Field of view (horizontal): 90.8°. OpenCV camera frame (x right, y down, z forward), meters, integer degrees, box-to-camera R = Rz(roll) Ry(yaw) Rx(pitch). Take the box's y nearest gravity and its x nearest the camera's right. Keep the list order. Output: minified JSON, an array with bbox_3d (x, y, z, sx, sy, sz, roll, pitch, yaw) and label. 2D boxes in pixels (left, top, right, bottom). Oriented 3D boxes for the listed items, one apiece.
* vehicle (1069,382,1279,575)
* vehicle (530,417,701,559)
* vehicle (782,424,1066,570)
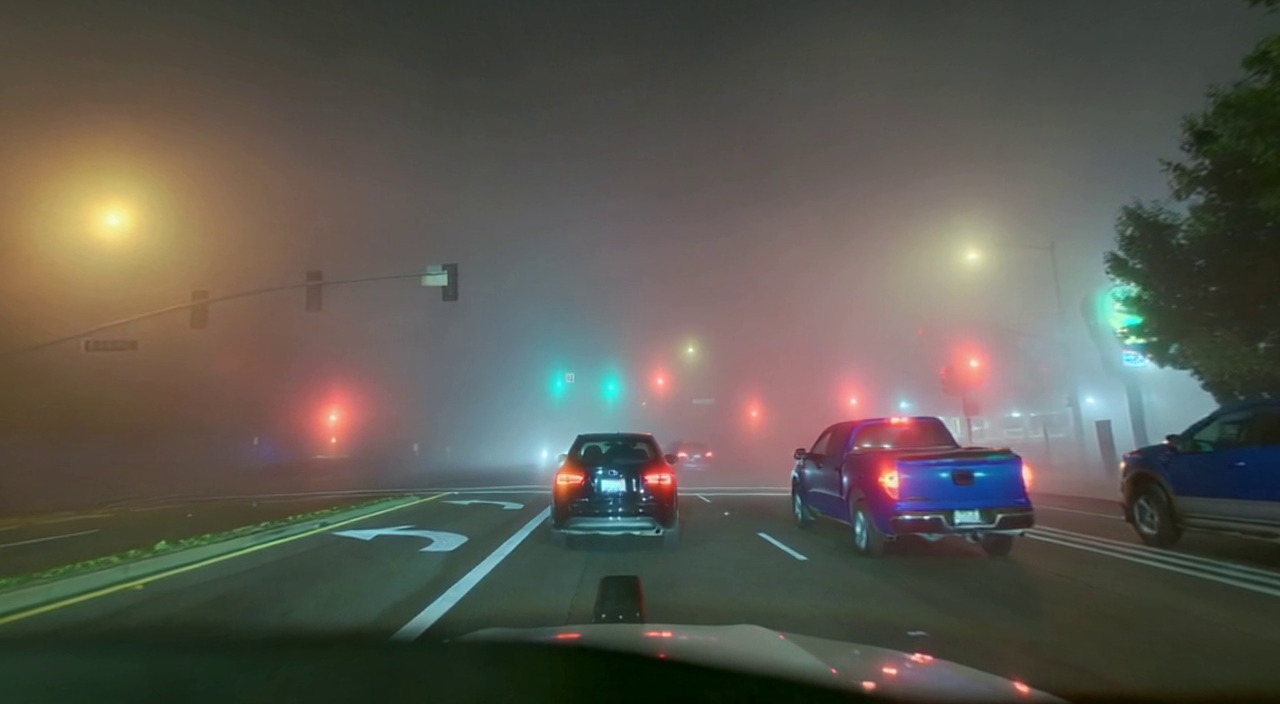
[{"bbox_3d":[7.541,1.284,6.445,2.240,1.923,5.678,0,-8,-1],"label":"vehicle"},{"bbox_3d":[-0.306,1.895,9.452,2.037,1.674,3.693,0,-8,0],"label":"vehicle"},{"bbox_3d":[3.599,1.903,9.192,1.955,1.550,4.587,0,-8,-1],"label":"vehicle"}]
